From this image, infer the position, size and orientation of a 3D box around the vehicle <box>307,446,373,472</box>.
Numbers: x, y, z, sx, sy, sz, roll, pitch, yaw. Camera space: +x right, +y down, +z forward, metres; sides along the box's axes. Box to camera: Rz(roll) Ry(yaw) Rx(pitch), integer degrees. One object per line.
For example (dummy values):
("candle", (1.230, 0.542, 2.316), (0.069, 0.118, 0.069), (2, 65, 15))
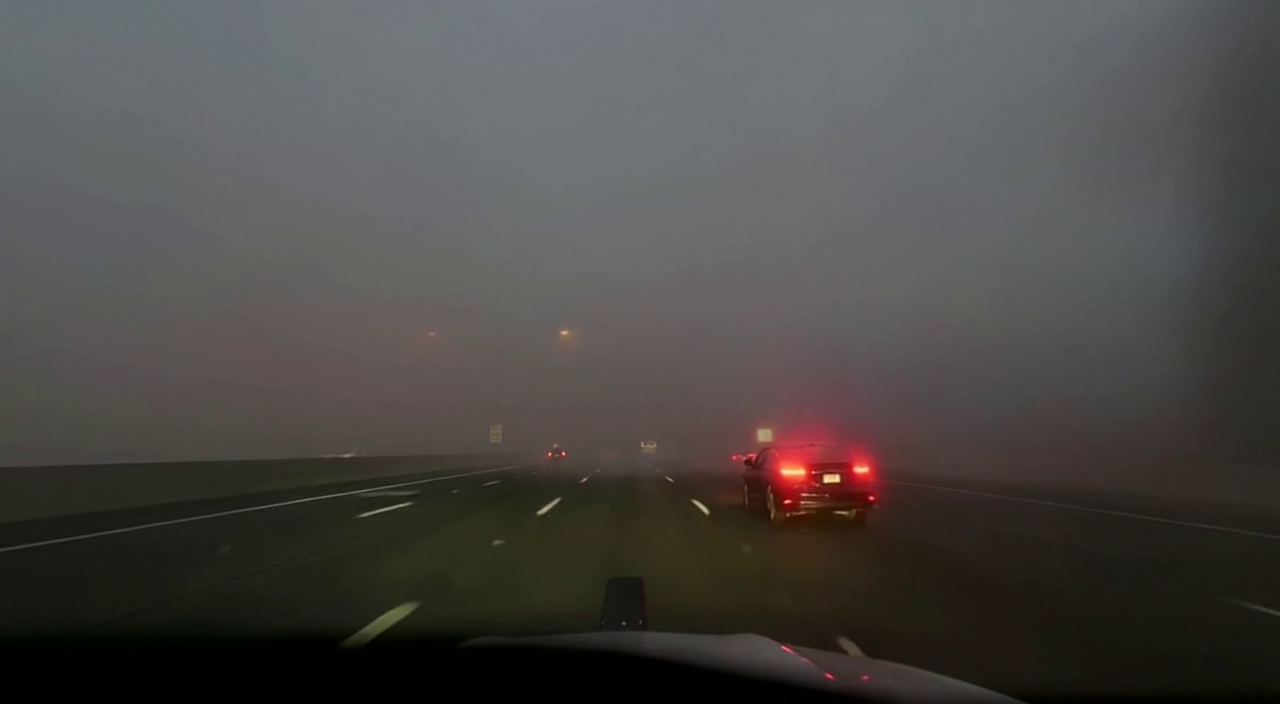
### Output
("vehicle", (-18.449, 6.587, 39.054), (1.907, 1.481, 4.498), (-1, -8, 0))

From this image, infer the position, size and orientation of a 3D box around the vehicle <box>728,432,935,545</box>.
("vehicle", (2.948, 2.209, 11.022), (2.030, 1.490, 4.737), (0, -8, -1))

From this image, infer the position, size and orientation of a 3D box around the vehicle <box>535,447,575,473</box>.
("vehicle", (-5.201, 6.671, 39.154), (2.014, 1.481, 4.156), (0, -8, -2))
